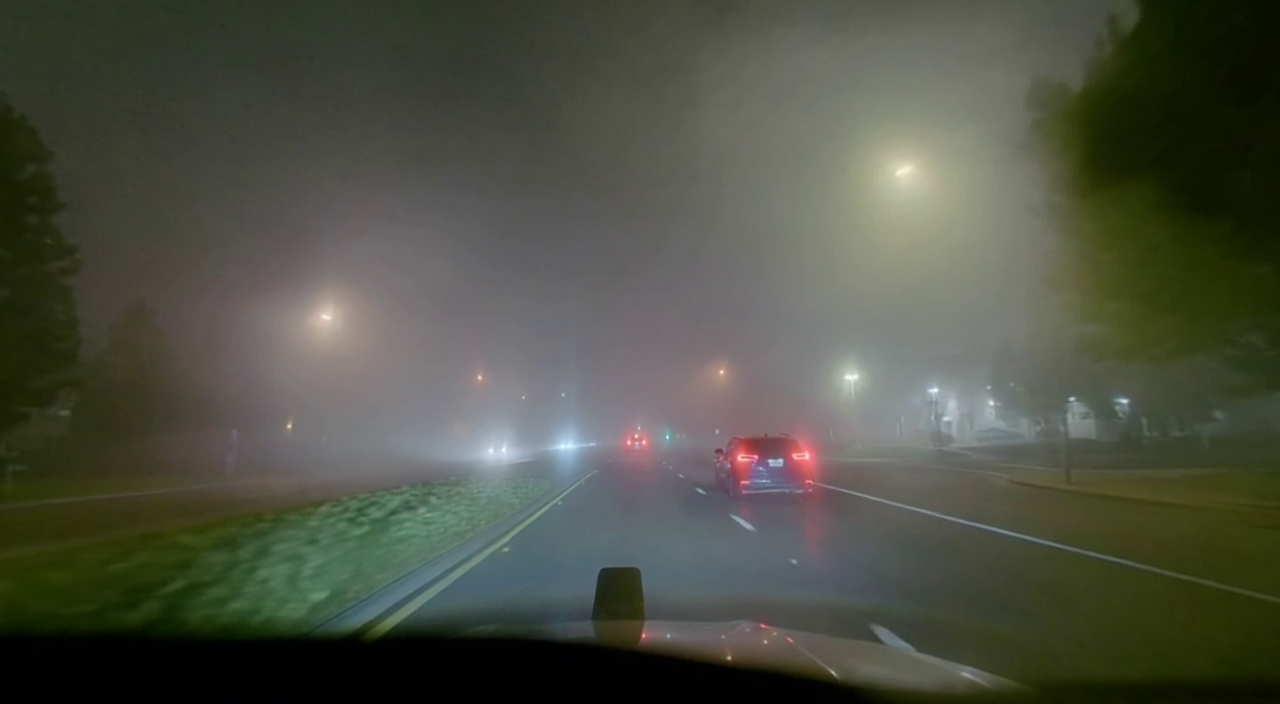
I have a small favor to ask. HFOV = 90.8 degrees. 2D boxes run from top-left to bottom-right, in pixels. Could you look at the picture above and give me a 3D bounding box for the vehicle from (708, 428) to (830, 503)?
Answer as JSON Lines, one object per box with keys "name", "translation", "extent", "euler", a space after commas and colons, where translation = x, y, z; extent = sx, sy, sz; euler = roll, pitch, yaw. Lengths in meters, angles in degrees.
{"name": "vehicle", "translation": [3.079, 2.825, 16.238], "extent": [1.995, 1.616, 4.729], "euler": [1, -8, -2]}
